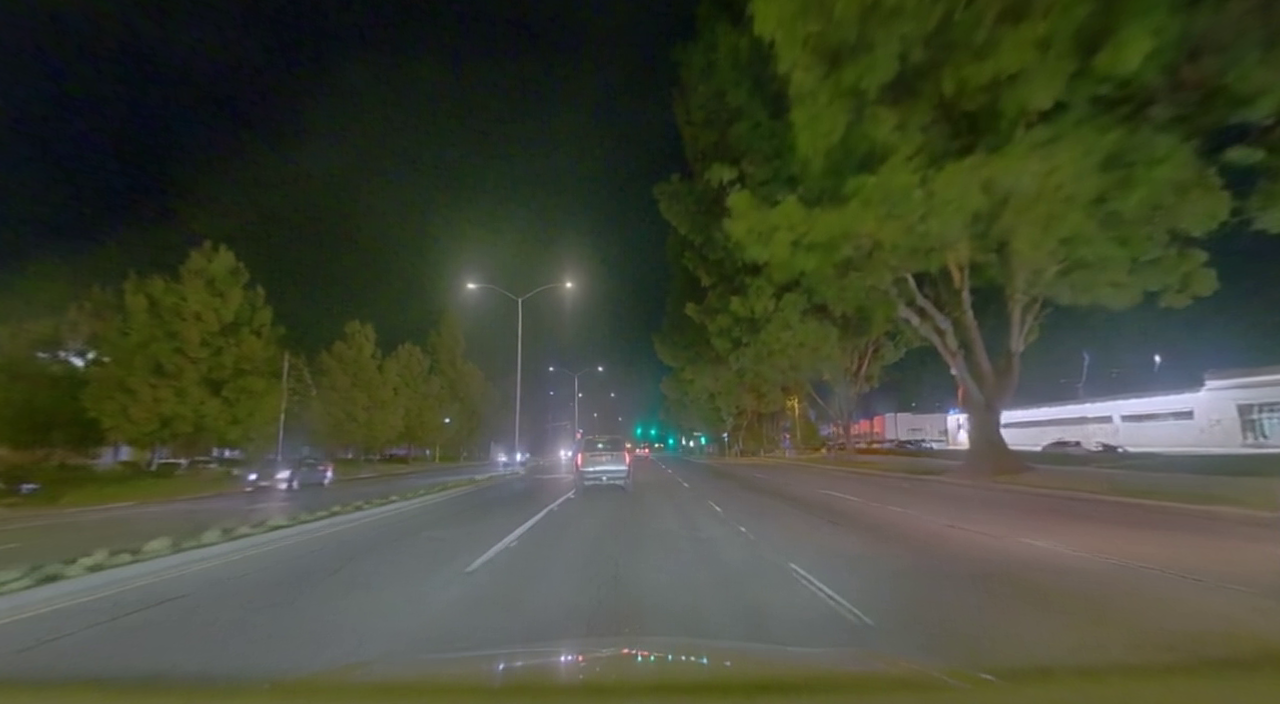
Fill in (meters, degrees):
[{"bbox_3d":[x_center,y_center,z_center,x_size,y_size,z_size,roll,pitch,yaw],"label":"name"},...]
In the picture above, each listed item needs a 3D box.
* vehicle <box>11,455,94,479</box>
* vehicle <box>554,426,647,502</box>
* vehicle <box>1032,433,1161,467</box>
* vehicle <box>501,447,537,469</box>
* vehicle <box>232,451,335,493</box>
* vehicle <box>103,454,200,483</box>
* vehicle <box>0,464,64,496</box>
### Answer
[{"bbox_3d":[-41.886,8.196,45.106,3.932,1.582,1.808,0,-8,-4],"label":"vehicle"},{"bbox_3d":[-1.119,3.138,18.197,2.300,1.870,4.936,0,-8,-3],"label":"vehicle"},{"bbox_3d":[20.702,4.468,28.802,4.339,1.456,2.030,0,-8,-2],"label":"vehicle"},{"bbox_3d":[-9.164,8.071,48.228,2.001,1.579,3.930,0,-8,0],"label":"vehicle"},{"bbox_3d":[-15.547,5.209,27.851,2.022,1.615,4.324,0,-8,0],"label":"vehicle"},{"bbox_3d":[-29.246,6.957,37.889,4.287,1.464,2.016,-3,-8,6],"label":"vehicle"},{"bbox_3d":[-29.603,6.021,29.755,3.266,1.362,1.657,0,-8,0],"label":"vehicle"}]
